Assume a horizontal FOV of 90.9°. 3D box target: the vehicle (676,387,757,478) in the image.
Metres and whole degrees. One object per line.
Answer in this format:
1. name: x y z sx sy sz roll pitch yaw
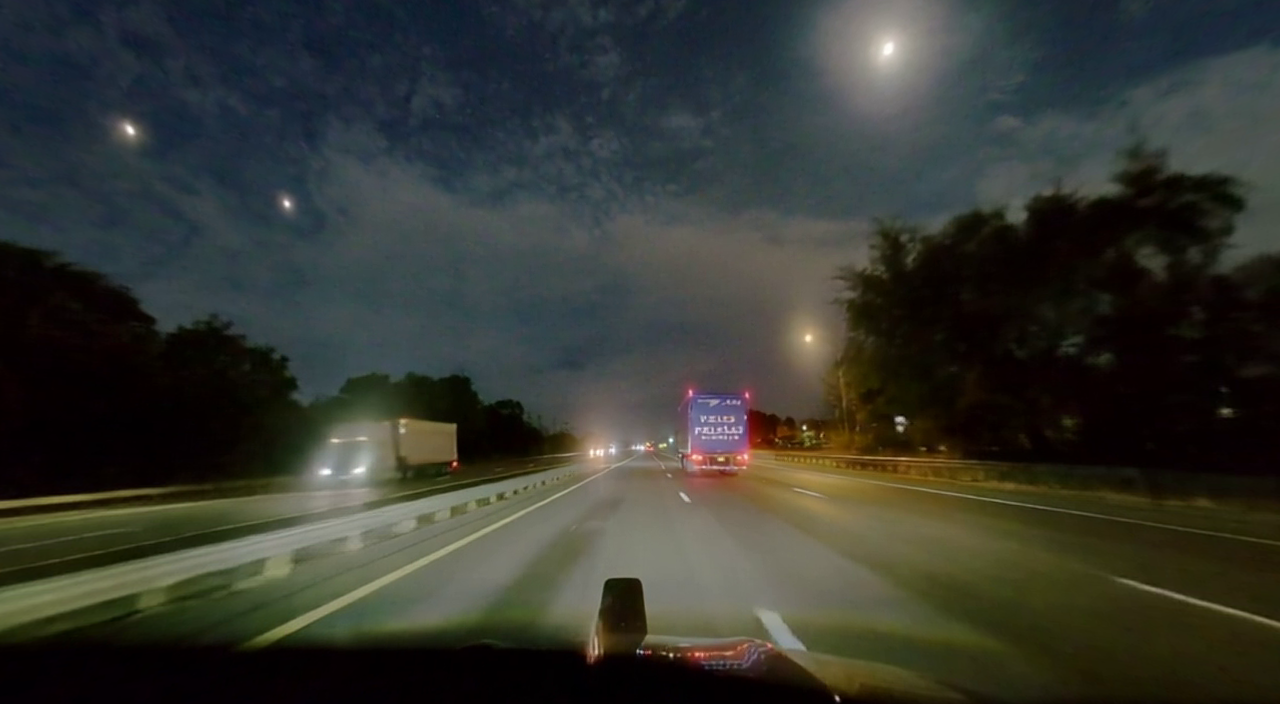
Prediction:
1. vehicle: 3.968 4.712 35.988 3.341 4.269 12.252 0 -9 1

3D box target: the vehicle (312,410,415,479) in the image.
1. vehicle: -15.922 5.442 36.937 2.892 3.651 6.549 0 -9 1
